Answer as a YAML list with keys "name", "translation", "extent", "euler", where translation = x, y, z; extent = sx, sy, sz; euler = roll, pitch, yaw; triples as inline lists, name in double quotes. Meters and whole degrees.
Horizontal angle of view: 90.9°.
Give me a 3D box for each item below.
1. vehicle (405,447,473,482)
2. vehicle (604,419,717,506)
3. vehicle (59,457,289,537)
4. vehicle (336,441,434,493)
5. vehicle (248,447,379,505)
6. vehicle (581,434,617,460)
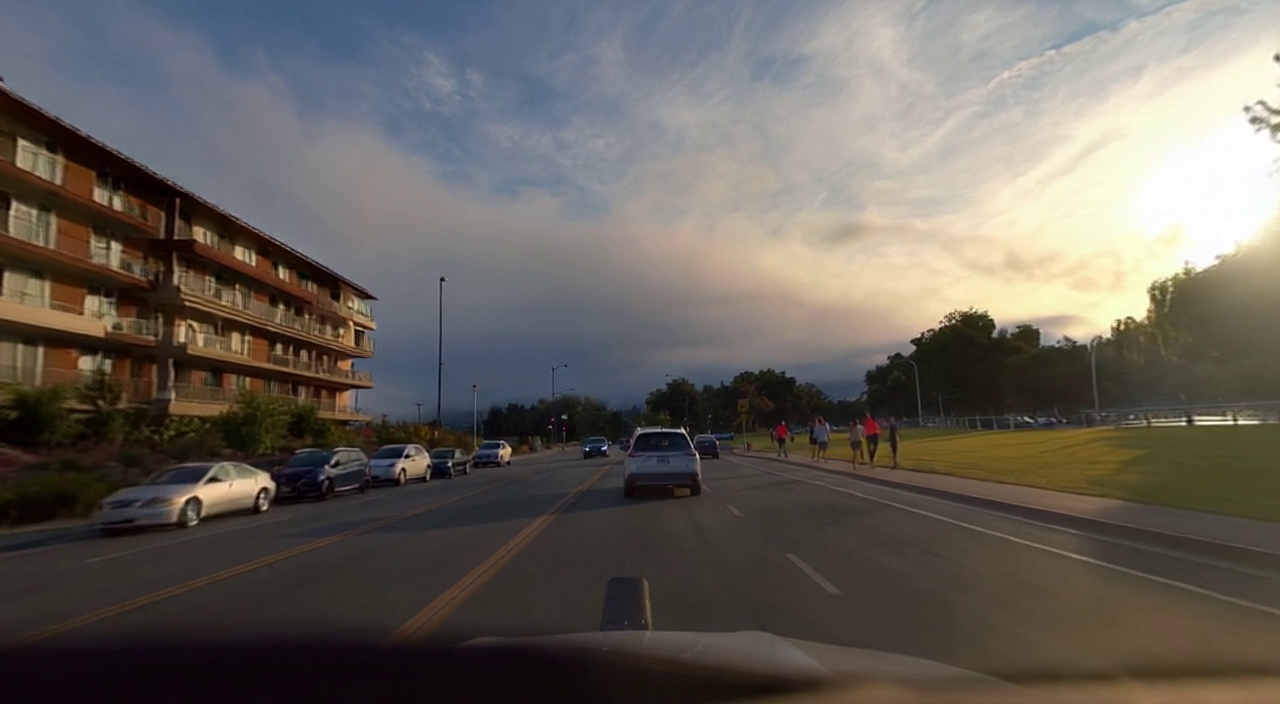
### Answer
- name: "vehicle"
  translation: [-10.012, 5.601, 31.793]
  extent: [1.860, 1.487, 4.658]
  euler: [-1, -7, 0]
- name: "vehicle"
  translation: [0.374, 2.383, 13.909]
  extent: [2.132, 1.632, 3.838]
  euler: [0, -9, -1]
- name: "vehicle"
  translation: [-10.560, 3.278, 14.880]
  extent: [1.839, 1.474, 4.694]
  euler: [0, -9, 0]
- name: "vehicle"
  translation: [-10.188, 4.574, 25.633]
  extent: [1.940, 1.816, 4.721]
  euler: [-1, -7, 1]
- name: "vehicle"
  translation: [-10.348, 3.926, 20.418]
  extent: [1.869, 1.647, 4.281]
  euler: [-1, -9, 1]
- name: "vehicle"
  translation: [-2.805, 6.658, 44.115]
  extent: [2.086, 1.702, 4.451]
  euler: [-1, -9, 2]
